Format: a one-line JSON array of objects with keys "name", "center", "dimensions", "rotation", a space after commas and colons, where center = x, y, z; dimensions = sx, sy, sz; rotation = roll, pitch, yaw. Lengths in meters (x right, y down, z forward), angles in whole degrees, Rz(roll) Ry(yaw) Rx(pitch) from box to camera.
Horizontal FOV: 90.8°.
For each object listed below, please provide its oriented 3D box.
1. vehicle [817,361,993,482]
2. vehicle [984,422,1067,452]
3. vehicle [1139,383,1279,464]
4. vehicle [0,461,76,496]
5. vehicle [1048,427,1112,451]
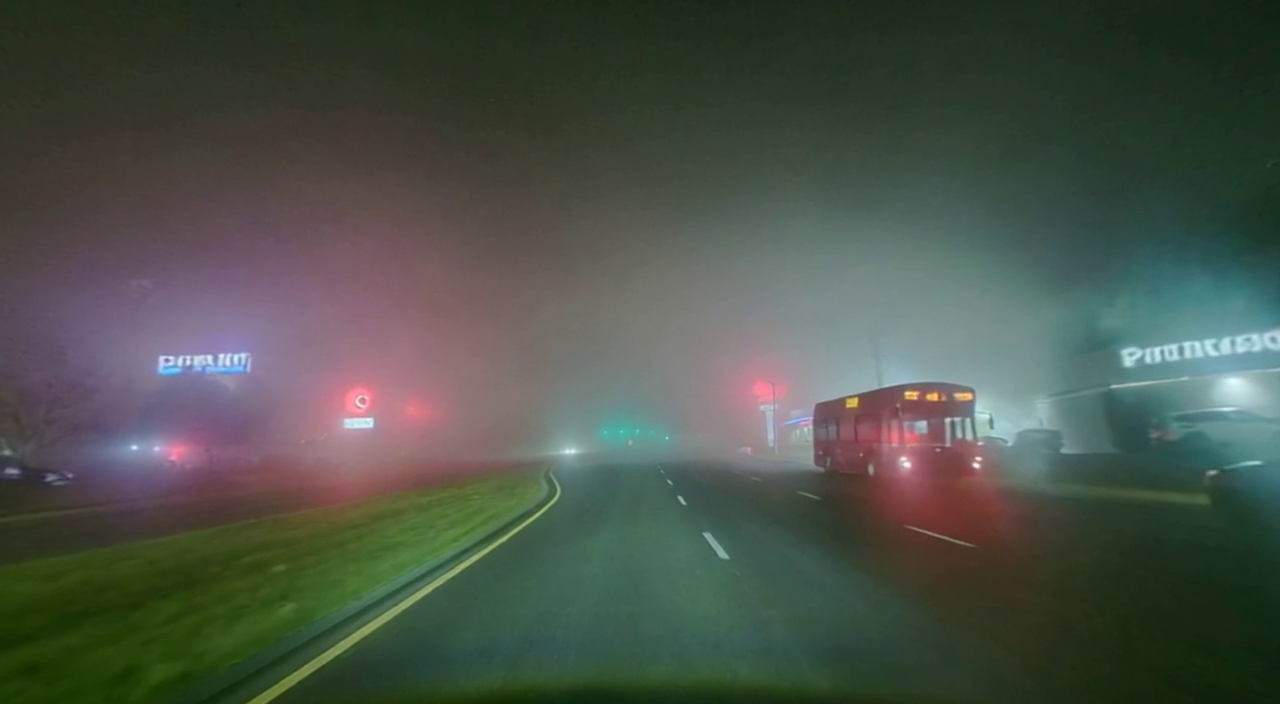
[{"name": "vehicle", "center": [9.772, 2.852, 24.764], "dimensions": [3.017, 3.888, 8.508], "rotation": [0, -8, -1]}, {"name": "vehicle", "center": [27.133, 6.039, 44.727], "dimensions": [2.221, 1.997, 5.314], "rotation": [0, -8, -4]}, {"name": "vehicle", "center": [20.334, 2.376, 20.717], "dimensions": [5.637, 2.480, 2.521], "rotation": [-4, -9, 26]}, {"name": "vehicle", "center": [-33.617, 6.798, 34.296], "dimensions": [1.863, 1.646, 4.565], "rotation": [0, -8, -2]}, {"name": "vehicle", "center": [30.565, 6.077, 43.988], "dimensions": [1.665, 1.469, 3.718], "rotation": [-2, -9, -2]}]
